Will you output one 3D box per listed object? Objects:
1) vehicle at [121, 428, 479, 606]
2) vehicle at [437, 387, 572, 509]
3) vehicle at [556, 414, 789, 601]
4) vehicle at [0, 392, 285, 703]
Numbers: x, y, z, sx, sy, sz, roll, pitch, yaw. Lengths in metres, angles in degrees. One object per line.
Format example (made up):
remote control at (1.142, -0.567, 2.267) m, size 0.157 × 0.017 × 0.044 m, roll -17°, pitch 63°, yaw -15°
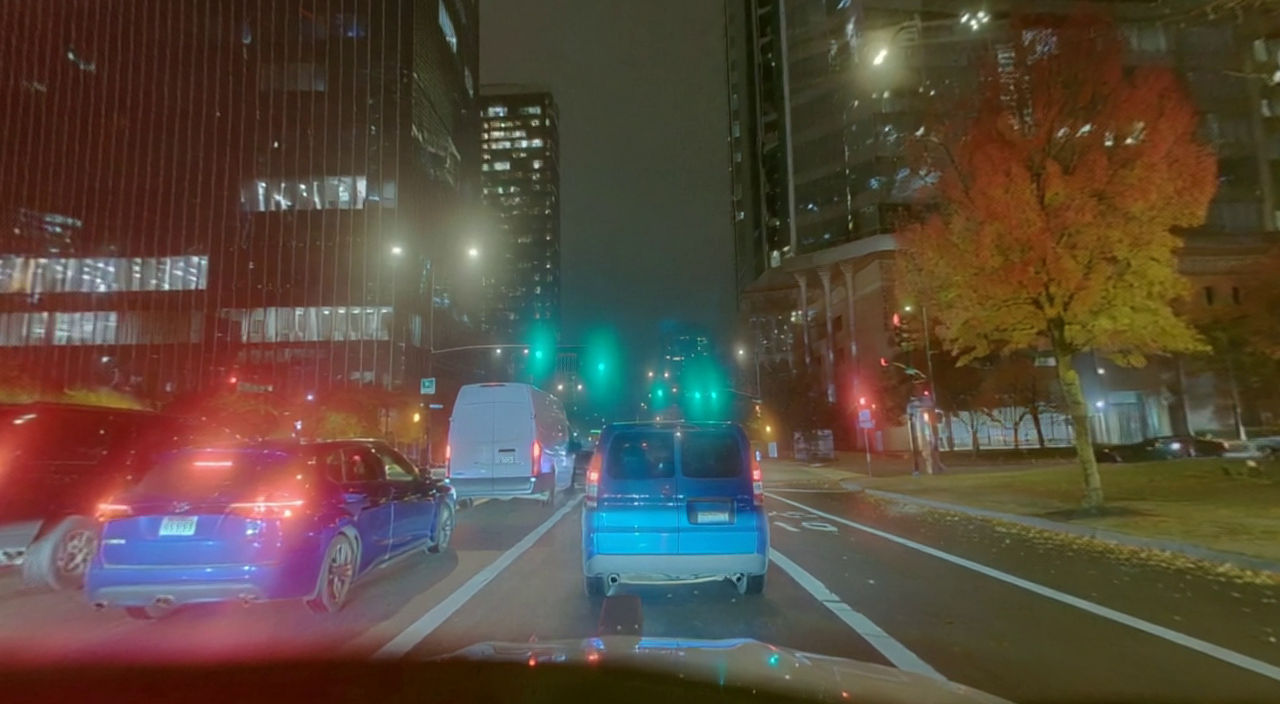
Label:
vehicle at (-3.481, 1.756, 7.566) m, size 1.955 × 1.499 × 4.223 m, roll 0°, pitch -9°, yaw 0°
vehicle at (-3.265, 2.529, 16.612) m, size 2.343 × 2.635 × 5.684 m, roll 0°, pitch -9°, yaw 0°
vehicle at (0.195, 1.606, 7.224) m, size 1.979 × 1.562 × 3.630 m, roll 0°, pitch -9°, yaw -3°
vehicle at (-2.908, 0.820, 1.517) m, size 1.893 × 1.491 × 3.798 m, roll 0°, pitch -9°, yaw -1°
